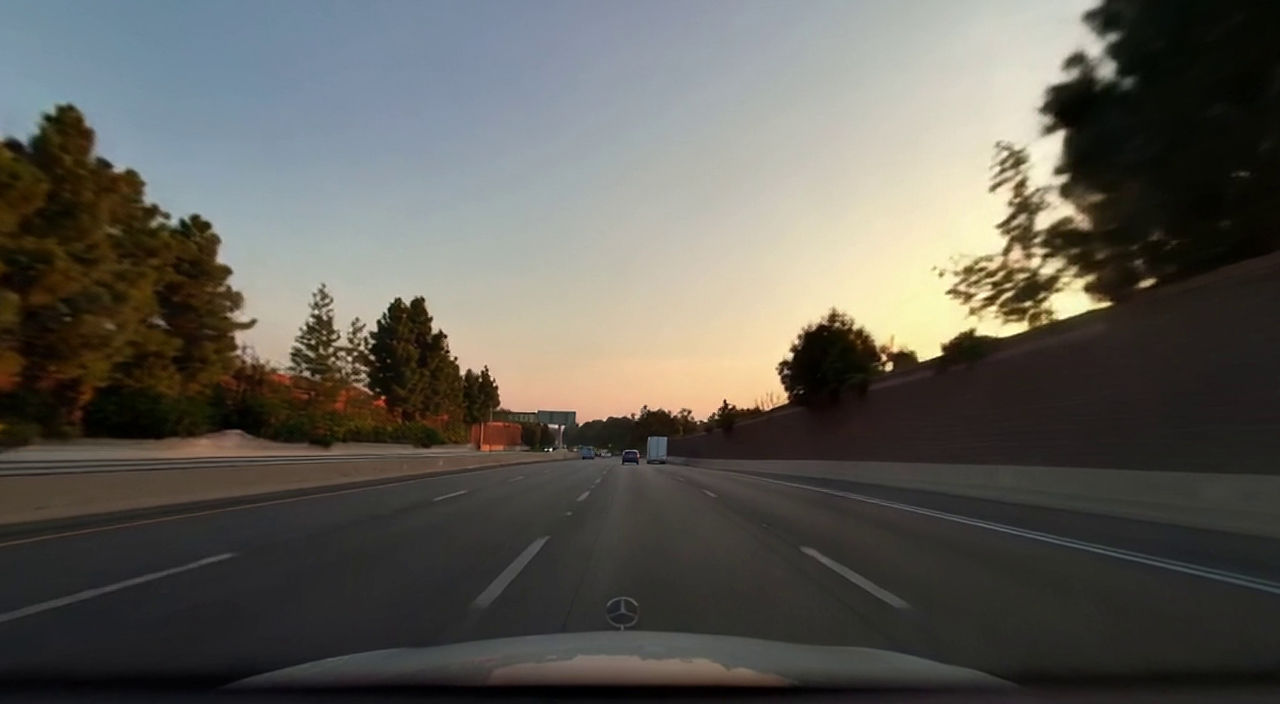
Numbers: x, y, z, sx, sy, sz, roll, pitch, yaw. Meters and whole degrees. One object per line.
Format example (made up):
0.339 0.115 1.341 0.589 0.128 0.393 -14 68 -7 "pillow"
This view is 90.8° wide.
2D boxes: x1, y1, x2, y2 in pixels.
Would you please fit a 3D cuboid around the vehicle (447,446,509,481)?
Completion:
-7.460 5.142 29.452 1.915 1.479 3.843 0 -9 0 "vehicle"
